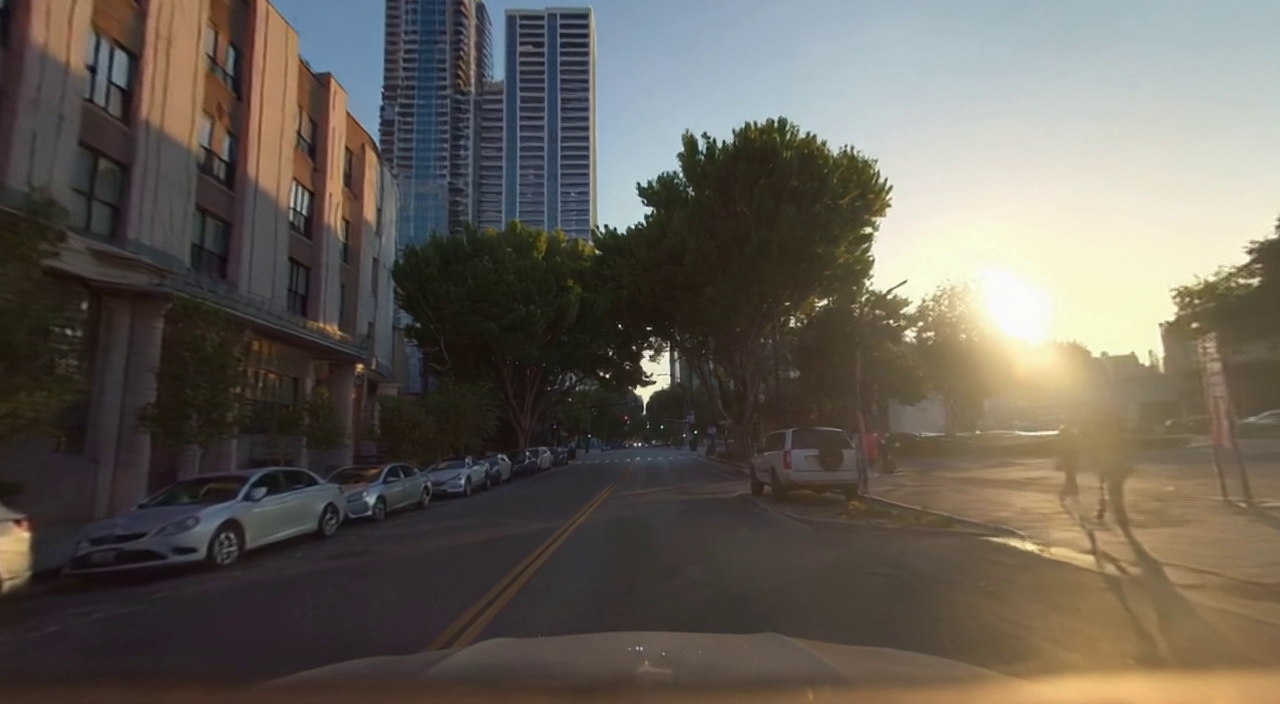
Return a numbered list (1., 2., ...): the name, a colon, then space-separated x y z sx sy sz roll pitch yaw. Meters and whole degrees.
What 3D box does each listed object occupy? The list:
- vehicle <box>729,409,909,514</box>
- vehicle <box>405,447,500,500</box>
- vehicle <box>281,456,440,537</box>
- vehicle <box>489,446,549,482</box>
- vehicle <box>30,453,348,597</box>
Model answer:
1. vehicle: 4.132 2.690 16.072 2.568 2.001 5.999 -4 -8 -2
2. vehicle: -6.509 4.209 22.406 2.110 1.498 4.555 -4 -8 -2
3. vehicle: -6.726 3.461 15.867 1.889 1.451 5.013 -4 -8 -2
4. vehicle: -6.209 5.748 32.846 2.270 1.539 4.855 -4 -8 -2
5. vehicle: -6.831 2.576 10.417 1.944 1.574 4.717 -4 -8 -2
